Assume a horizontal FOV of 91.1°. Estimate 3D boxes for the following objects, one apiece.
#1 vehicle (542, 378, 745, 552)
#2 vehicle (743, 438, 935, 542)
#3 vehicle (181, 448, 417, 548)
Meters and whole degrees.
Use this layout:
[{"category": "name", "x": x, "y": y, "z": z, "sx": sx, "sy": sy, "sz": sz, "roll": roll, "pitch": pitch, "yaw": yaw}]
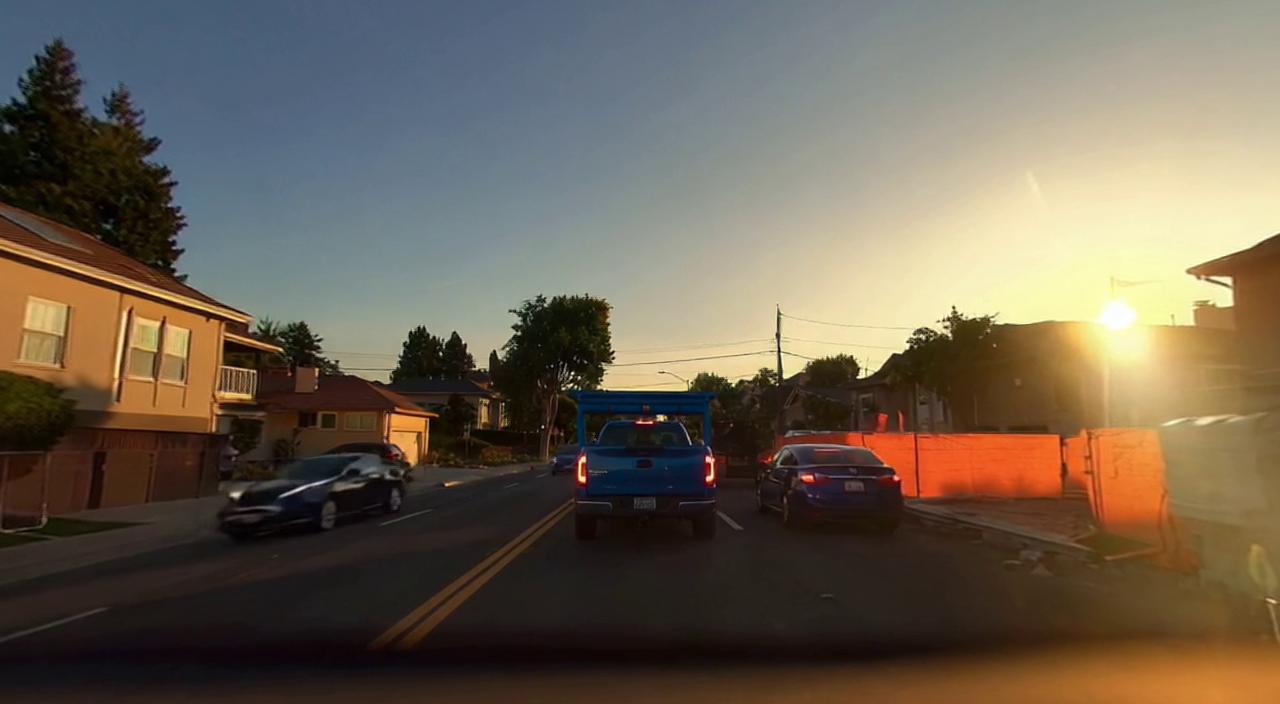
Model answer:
[{"category": "vehicle", "x": 0.089, "y": 2.006, "z": 11.784, "sx": 2.751, "sy": 2.361, "sz": 6.347, "roll": 0, "pitch": -8, "yaw": 1}, {"category": "vehicle", "x": 3.303, "y": 2.370, "z": 11.545, "sx": 2.010, "sy": 1.499, "sz": 4.481, "roll": 0, "pitch": -8, "yaw": -1}, {"category": "vehicle", "x": -6.138, "y": 2.625, "z": 12.089, "sx": 1.953, "sy": 1.528, "sz": 4.492, "roll": 0, "pitch": -8, "yaw": 1}]
